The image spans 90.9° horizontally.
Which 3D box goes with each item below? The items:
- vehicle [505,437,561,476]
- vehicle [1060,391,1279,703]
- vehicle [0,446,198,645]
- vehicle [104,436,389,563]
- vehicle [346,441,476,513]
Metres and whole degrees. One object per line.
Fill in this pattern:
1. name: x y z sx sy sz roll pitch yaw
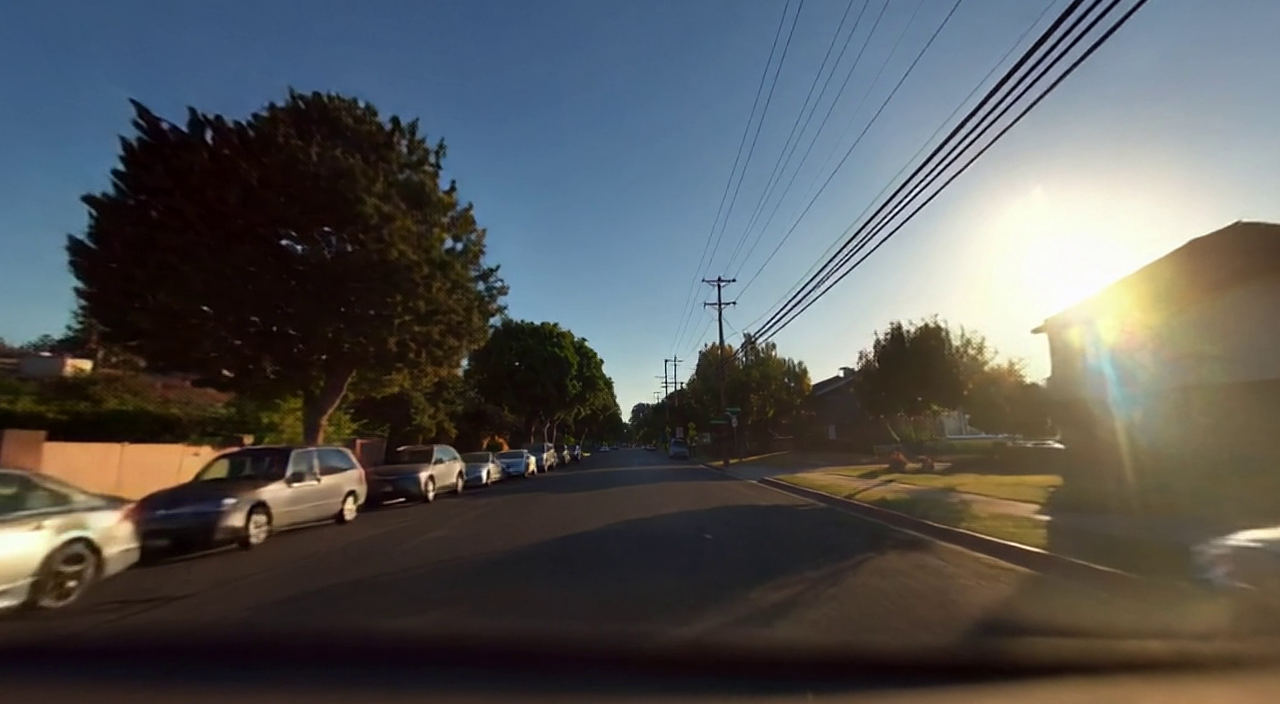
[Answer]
1. vehicle: -6.055 5.972 36.310 2.222 2.022 5.547 0 -8 0
2. vehicle: 3.870 0.815 1.671 2.006 1.607 5.068 0 -9 0
3. vehicle: -6.111 1.489 4.662 2.231 1.492 4.727 1 -8 0
4. vehicle: -6.186 2.297 10.743 1.932 1.673 4.457 0 -8 1
5. vehicle: -6.124 3.335 17.494 1.848 1.698 4.482 0 -8 1
